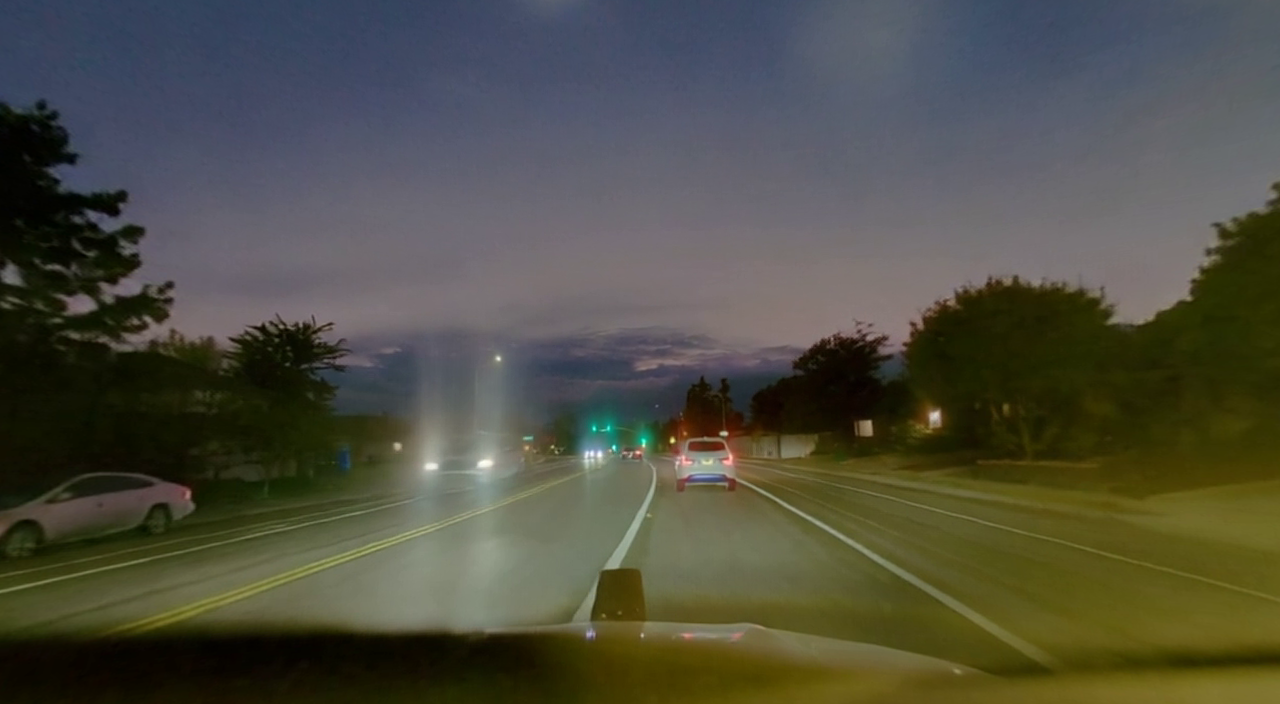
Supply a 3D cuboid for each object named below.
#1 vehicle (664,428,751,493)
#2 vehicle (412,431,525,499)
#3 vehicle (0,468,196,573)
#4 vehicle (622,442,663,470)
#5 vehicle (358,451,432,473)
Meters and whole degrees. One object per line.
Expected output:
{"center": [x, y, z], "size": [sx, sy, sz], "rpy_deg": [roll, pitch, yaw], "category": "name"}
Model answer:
{"center": [1.942, 3.343, 19.722], "size": [2.200, 1.763, 4.676], "rpy_deg": [0, -9, 0], "category": "vehicle"}
{"center": [-5.346, 3.599, 20.513], "size": [2.146, 1.912, 4.878], "rpy_deg": [-1, -9, 2], "category": "vehicle"}
{"center": [-10.590, 2.891, 11.250], "size": [1.831, 1.464, 4.520], "rpy_deg": [-1, -9, 4], "category": "vehicle"}
{"center": [0.080, 5.866, 35.700], "size": [2.196, 1.449, 4.006], "rpy_deg": [0, -9, -2], "category": "vehicle"}
{"center": [-17.496, 7.869, 45.220], "size": [4.514, 1.523, 1.860], "rpy_deg": [0, -8, 1], "category": "vehicle"}
